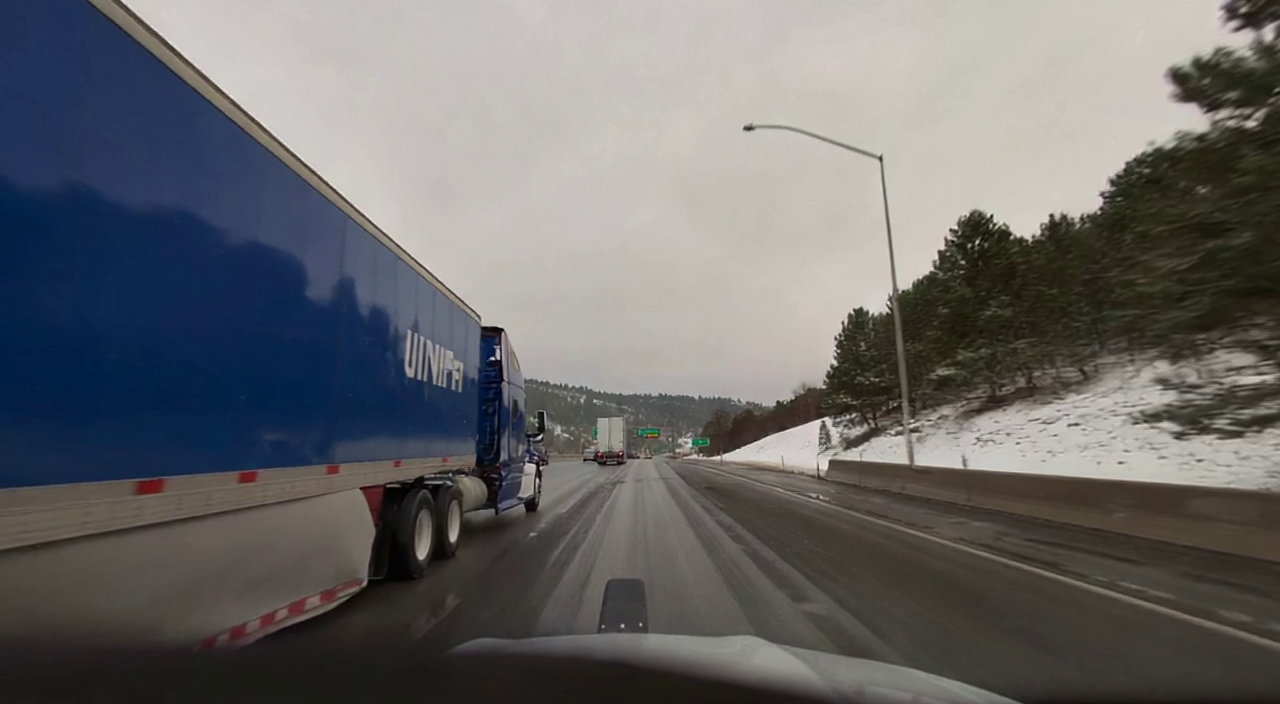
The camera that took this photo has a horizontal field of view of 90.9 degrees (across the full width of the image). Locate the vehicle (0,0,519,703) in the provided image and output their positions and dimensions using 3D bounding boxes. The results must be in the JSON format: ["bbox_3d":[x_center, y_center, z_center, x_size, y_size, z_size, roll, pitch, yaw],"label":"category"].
[{"bbox_3d":[-3.477,-0.042,3.283,2.963,4.128,13.357,0,-8,0],"label":"vehicle"}]
